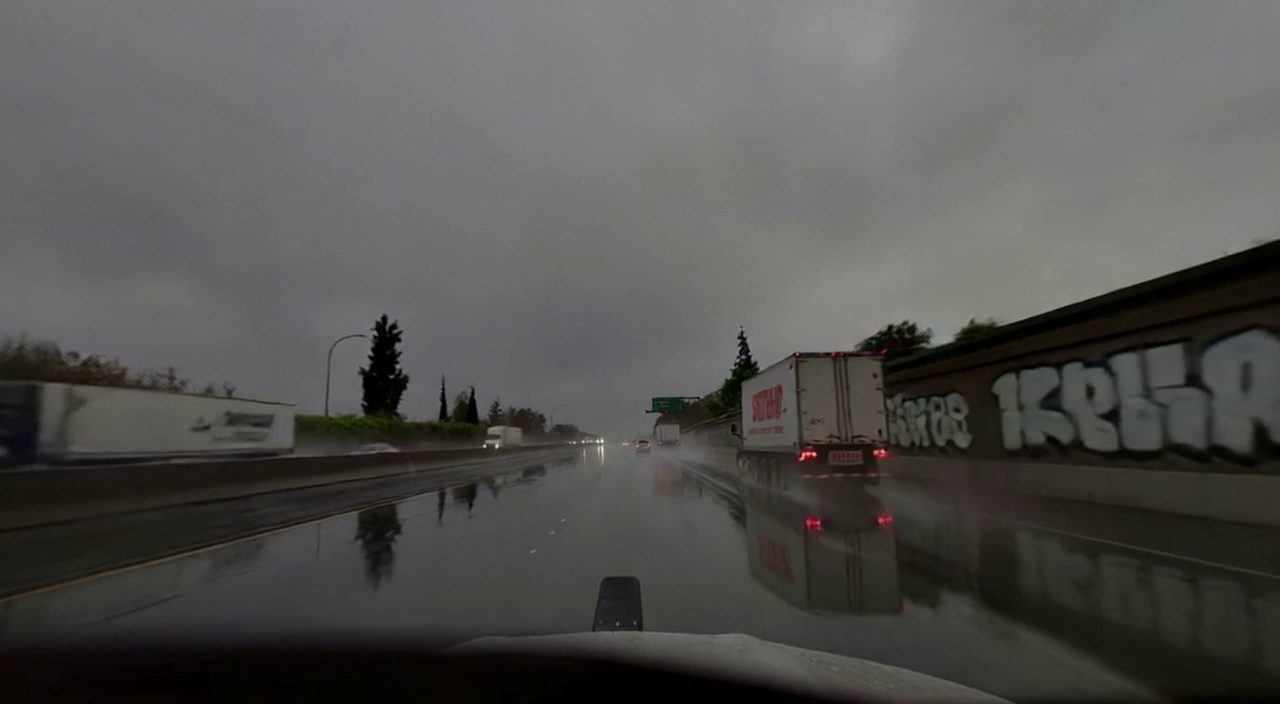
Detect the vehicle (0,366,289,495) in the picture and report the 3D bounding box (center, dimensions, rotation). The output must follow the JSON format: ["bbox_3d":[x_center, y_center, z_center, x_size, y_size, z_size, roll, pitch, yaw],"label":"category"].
[{"bbox_3d":[-20.756,3.387,26.153,2.963,3.836,16.669,0,-8,0],"label":"vehicle"}]

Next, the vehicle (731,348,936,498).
[{"bbox_3d":[5.245,2.363,19.960,2.949,3.470,10.539,0,-8,-1],"label":"vehicle"}]
